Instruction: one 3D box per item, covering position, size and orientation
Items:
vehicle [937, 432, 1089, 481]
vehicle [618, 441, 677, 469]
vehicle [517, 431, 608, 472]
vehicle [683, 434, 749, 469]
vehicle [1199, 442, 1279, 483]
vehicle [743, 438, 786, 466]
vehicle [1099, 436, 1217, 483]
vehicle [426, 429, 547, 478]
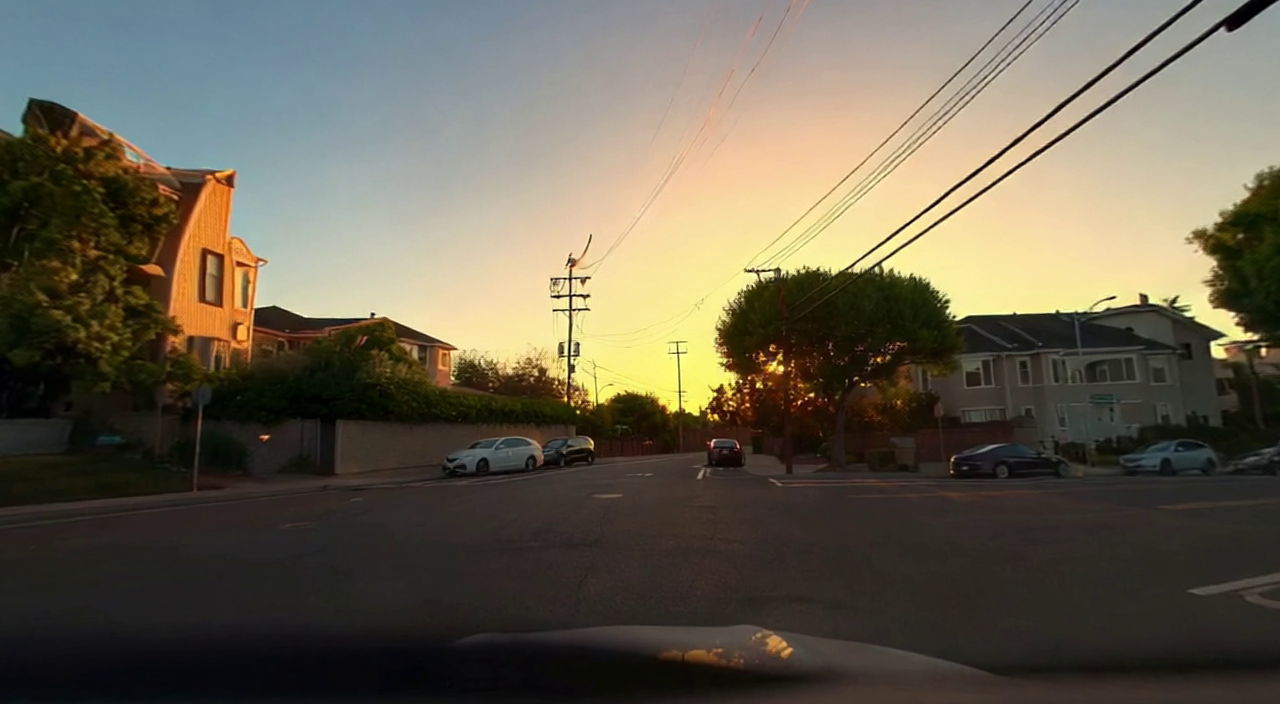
[{"bbox_3d":[13.927,3.973,23.615,5.197,1.431,2.136,7,-13,-22],"label":"vehicle"},{"bbox_3d":[0.614,7.273,44.791,2.287,1.830,5.343,-4,-9,23],"label":"vehicle"},{"bbox_3d":[-3.936,5.212,33.316,2.283,1.909,5.692,-4,-9,21],"label":"vehicle"},{"bbox_3d":[3.858,4.935,31.501,1.981,1.579,4.446,-4,-9,24],"label":"vehicle"},{"bbox_3d":[29.819,5.262,30.406,5.499,1.837,2.089,4,-9,-24],"label":"vehicle"},{"bbox_3d":[8.250,6.568,41.661,1.989,1.683,3.918,-4,-9,22],"label":"vehicle"},{"bbox_3d":[22.182,4.558,27.047,4.414,1.837,1.937,3,-9,-23],"label":"vehicle"},{"bbox_3d":[-6.457,4.394,27.514,2.152,1.877,5.701,-4,-9,21],"label":"vehicle"}]
